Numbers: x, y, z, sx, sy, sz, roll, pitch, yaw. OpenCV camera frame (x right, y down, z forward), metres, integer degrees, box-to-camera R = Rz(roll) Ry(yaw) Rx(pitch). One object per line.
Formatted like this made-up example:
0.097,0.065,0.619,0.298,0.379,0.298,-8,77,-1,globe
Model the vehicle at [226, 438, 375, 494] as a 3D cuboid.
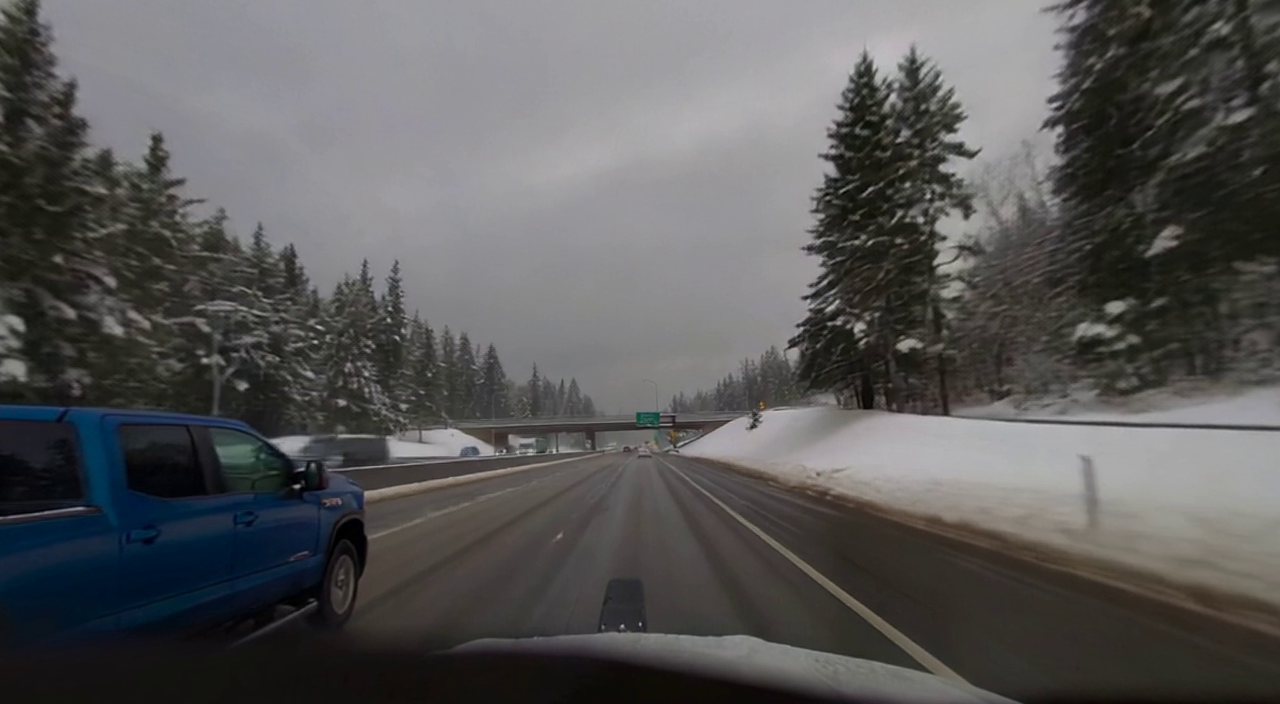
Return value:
-11.278,3.774,21.526,2.108,1.652,5.278,0,-8,1,vehicle
